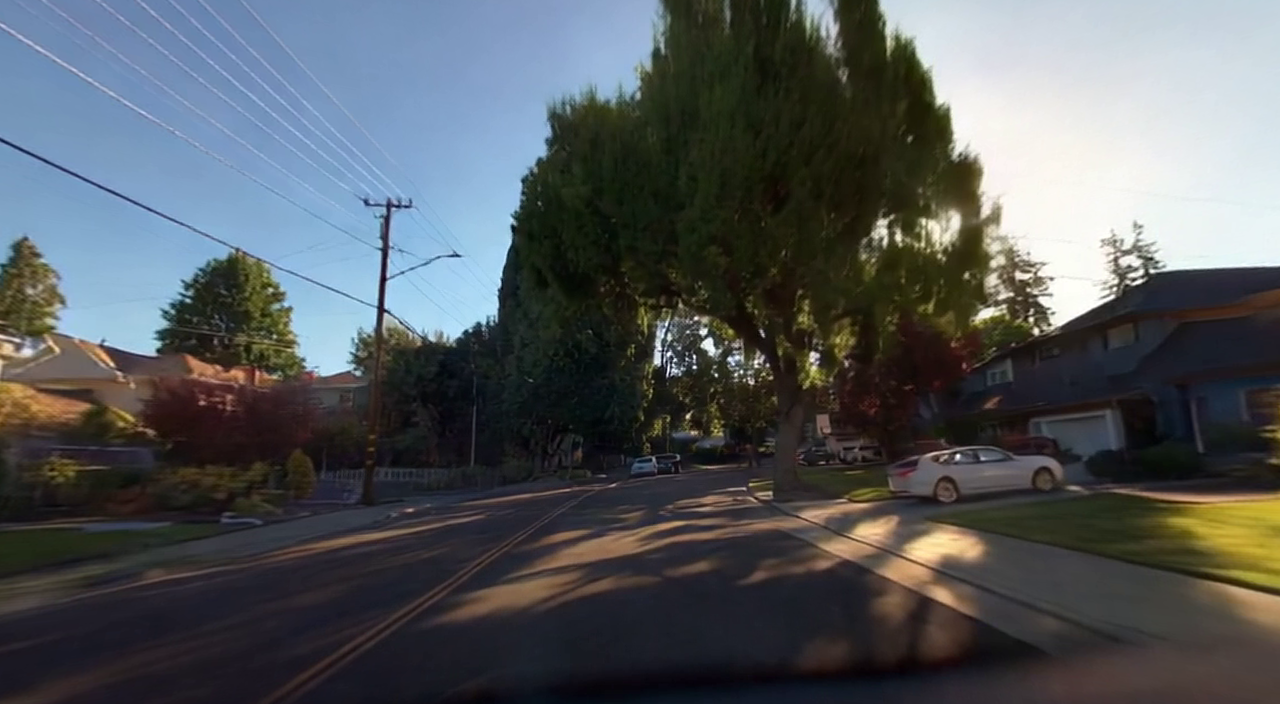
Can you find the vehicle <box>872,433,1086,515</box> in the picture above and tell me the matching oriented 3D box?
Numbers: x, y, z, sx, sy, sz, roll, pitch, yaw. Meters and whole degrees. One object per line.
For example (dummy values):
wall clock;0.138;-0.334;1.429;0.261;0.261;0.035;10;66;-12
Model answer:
vehicle;7.727;2.782;14.698;3.846;1.725;1.920;0;-9;-3
